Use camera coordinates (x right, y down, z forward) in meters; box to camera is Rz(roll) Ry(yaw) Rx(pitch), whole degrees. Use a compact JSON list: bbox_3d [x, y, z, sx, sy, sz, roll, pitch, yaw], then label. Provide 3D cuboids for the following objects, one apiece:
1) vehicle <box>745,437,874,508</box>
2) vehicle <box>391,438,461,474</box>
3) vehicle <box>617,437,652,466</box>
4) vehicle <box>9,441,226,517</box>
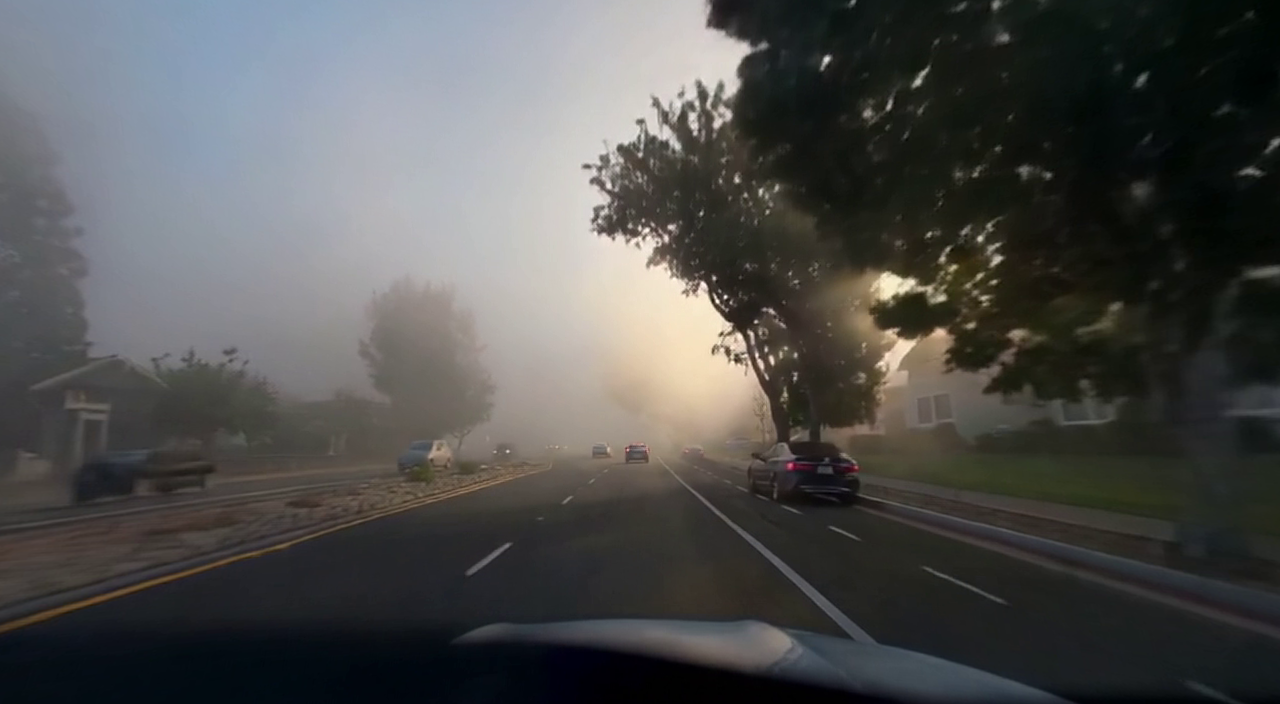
[{"bbox_3d":[4.107,2.975,16.093,2.045,1.517,4.394,0,-8,0],"label":"vehicle"},{"bbox_3d":[-11.058,5.392,32.915,2.007,1.689,4.541,-1,-8,0],"label":"vehicle"},{"bbox_3d":[-0.368,6.056,38.395,2.024,1.655,4.301,0,-8,-1],"label":"vehicle"},{"bbox_3d":[-14.360,3.448,17.848,2.035,1.683,4.898,-4,-8,0],"label":"vehicle"}]
